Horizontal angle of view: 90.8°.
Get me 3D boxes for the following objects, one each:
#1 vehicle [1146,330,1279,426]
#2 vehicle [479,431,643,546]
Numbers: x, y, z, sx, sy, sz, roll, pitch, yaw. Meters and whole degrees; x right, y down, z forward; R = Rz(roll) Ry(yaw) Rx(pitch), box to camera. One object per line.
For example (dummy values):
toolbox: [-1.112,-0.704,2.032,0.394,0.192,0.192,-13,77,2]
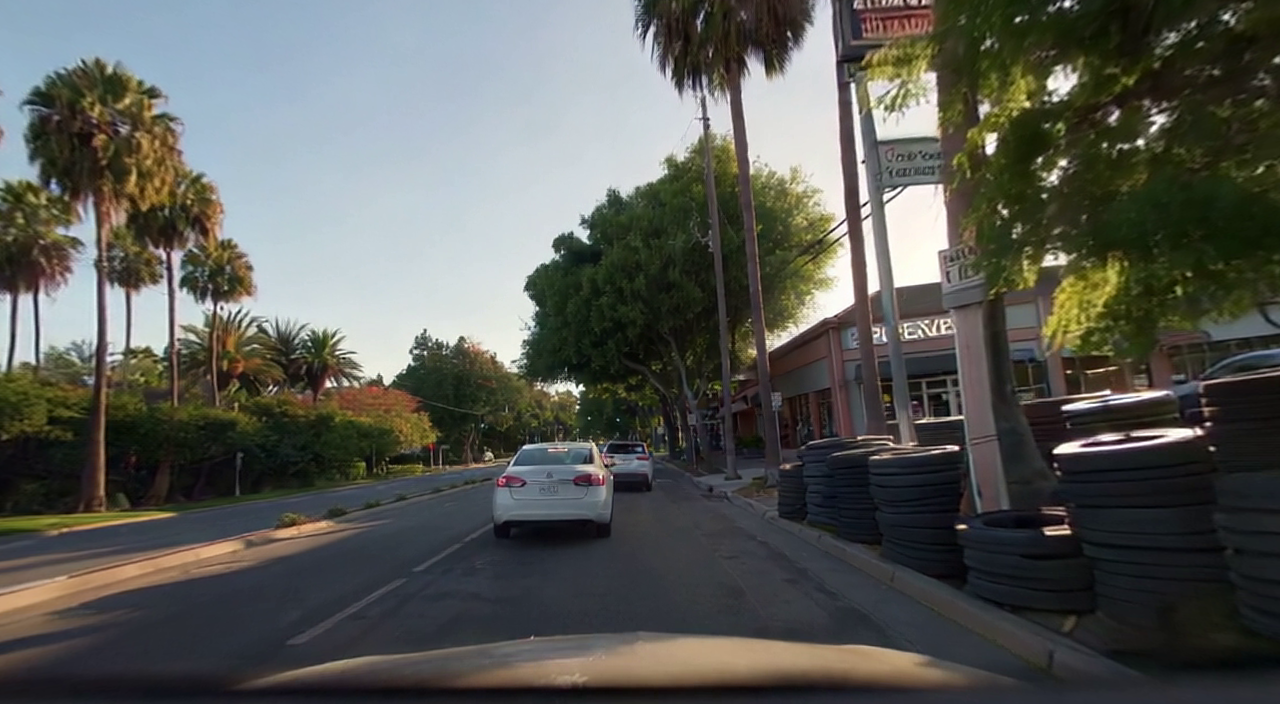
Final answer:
vehicle: [13.322,0.550,12.968,1.854,1.693,4.798,-1,-9,0]
vehicle: [-1.102,2.116,10.466,2.169,1.495,4.048,0,-8,-2]
